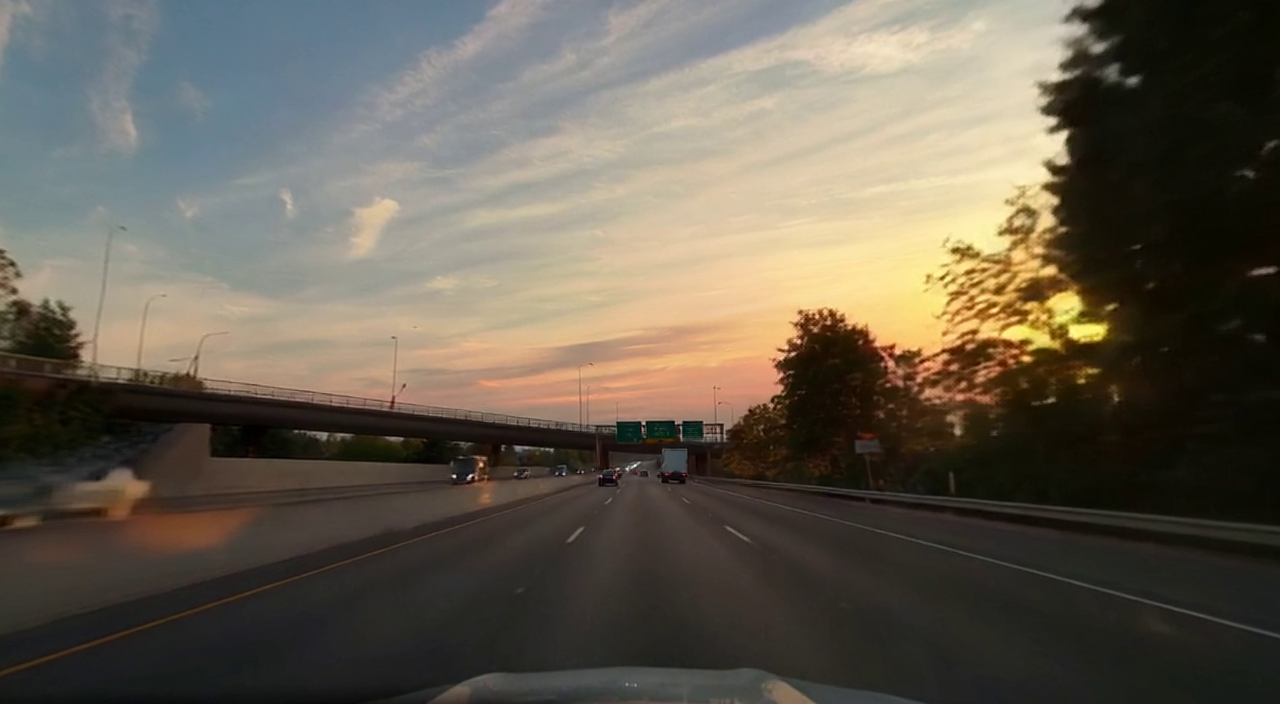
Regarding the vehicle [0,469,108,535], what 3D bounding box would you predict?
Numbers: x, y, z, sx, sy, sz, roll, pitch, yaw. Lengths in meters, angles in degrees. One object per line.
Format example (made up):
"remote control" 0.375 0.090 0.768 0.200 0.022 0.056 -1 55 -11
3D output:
"vehicle" -15.751 3.594 15.207 2.087 1.459 4.210 1 -10 0
